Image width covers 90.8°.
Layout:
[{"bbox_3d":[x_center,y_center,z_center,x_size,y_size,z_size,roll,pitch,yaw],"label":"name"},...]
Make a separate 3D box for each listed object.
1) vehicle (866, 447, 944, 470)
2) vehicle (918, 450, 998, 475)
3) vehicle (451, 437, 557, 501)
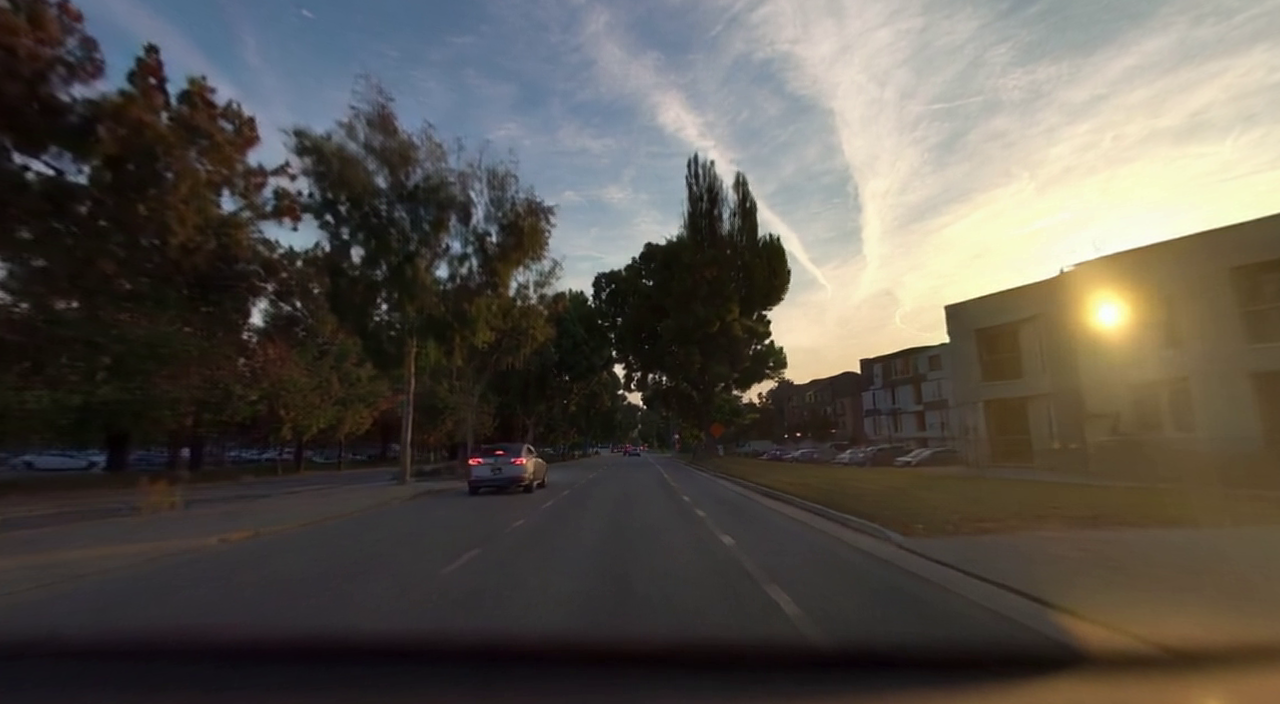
[{"bbox_3d":[18.292,7.338,43.714,4.520,1.557,2.056,1,-9,-7],"label":"vehicle"},{"bbox_3d":[19.406,6.719,38.609,3.870,1.459,1.869,1,-9,-7],"label":"vehicle"},{"bbox_3d":[-3.623,3.181,17.608,2.030,1.550,3.925,0,-8,1],"label":"vehicle"}]
